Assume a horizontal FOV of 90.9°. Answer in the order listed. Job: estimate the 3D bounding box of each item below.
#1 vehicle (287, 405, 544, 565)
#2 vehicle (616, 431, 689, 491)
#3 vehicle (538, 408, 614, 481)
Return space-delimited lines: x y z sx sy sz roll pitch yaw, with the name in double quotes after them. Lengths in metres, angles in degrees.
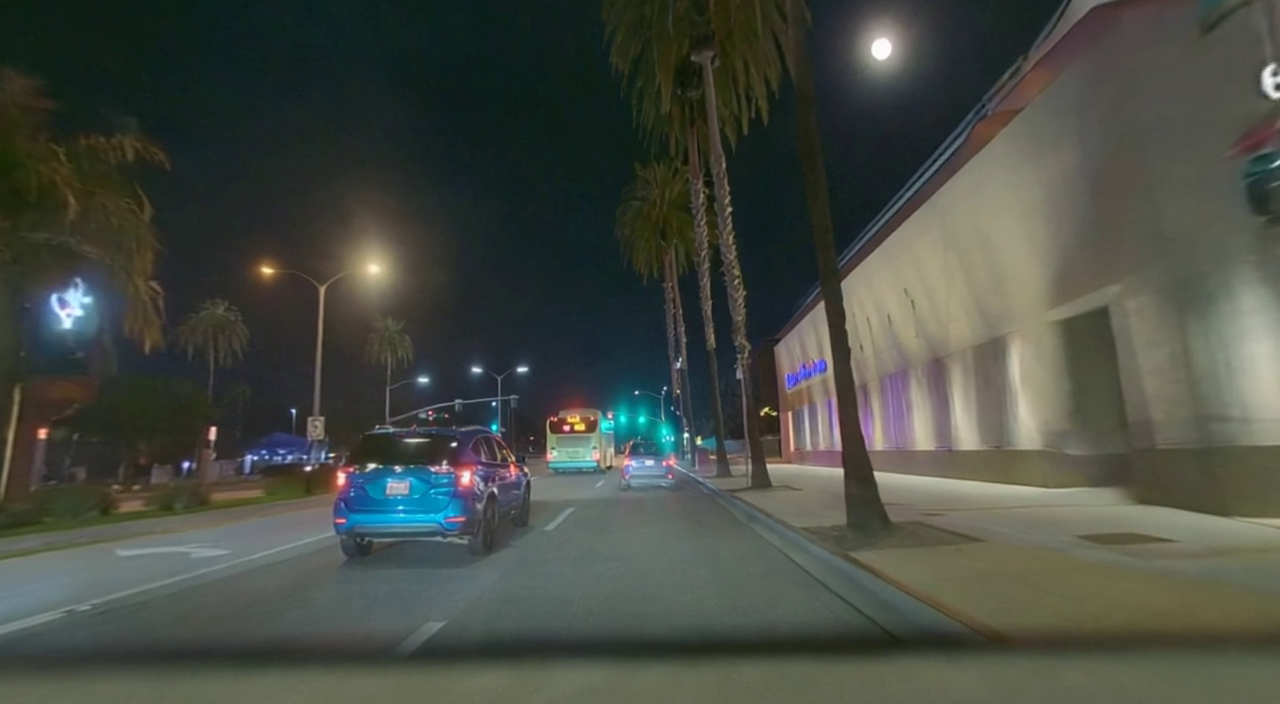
-2.896 1.845 9.487 2.124 1.799 4.587 0 -8 1 "vehicle"
0.368 3.477 20.437 2.120 1.727 3.917 0 -8 0 "vehicle"
-2.881 4.537 30.997 2.775 3.064 8.297 0 -8 1 "vehicle"
